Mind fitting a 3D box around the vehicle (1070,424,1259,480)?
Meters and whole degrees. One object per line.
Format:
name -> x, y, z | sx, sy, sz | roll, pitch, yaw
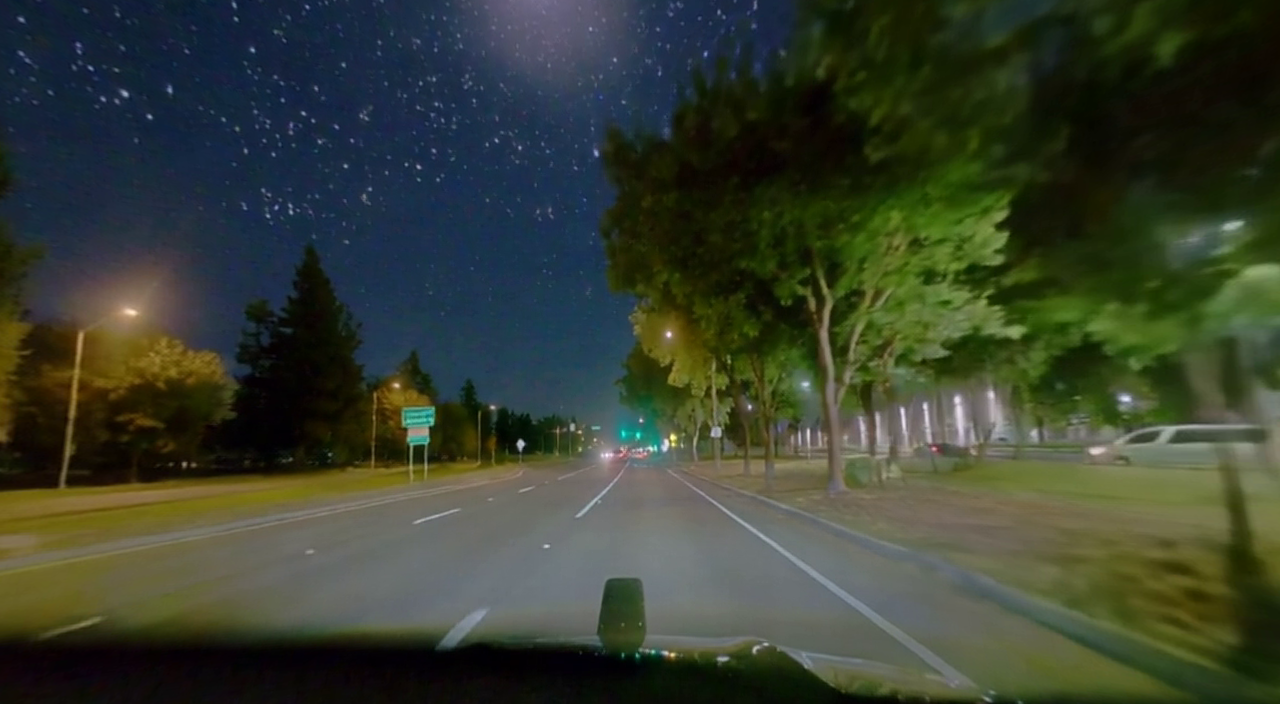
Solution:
vehicle -> 14.119, 2.723, 17.147 | 3.641, 1.408, 1.584 | 0, -9, 1
